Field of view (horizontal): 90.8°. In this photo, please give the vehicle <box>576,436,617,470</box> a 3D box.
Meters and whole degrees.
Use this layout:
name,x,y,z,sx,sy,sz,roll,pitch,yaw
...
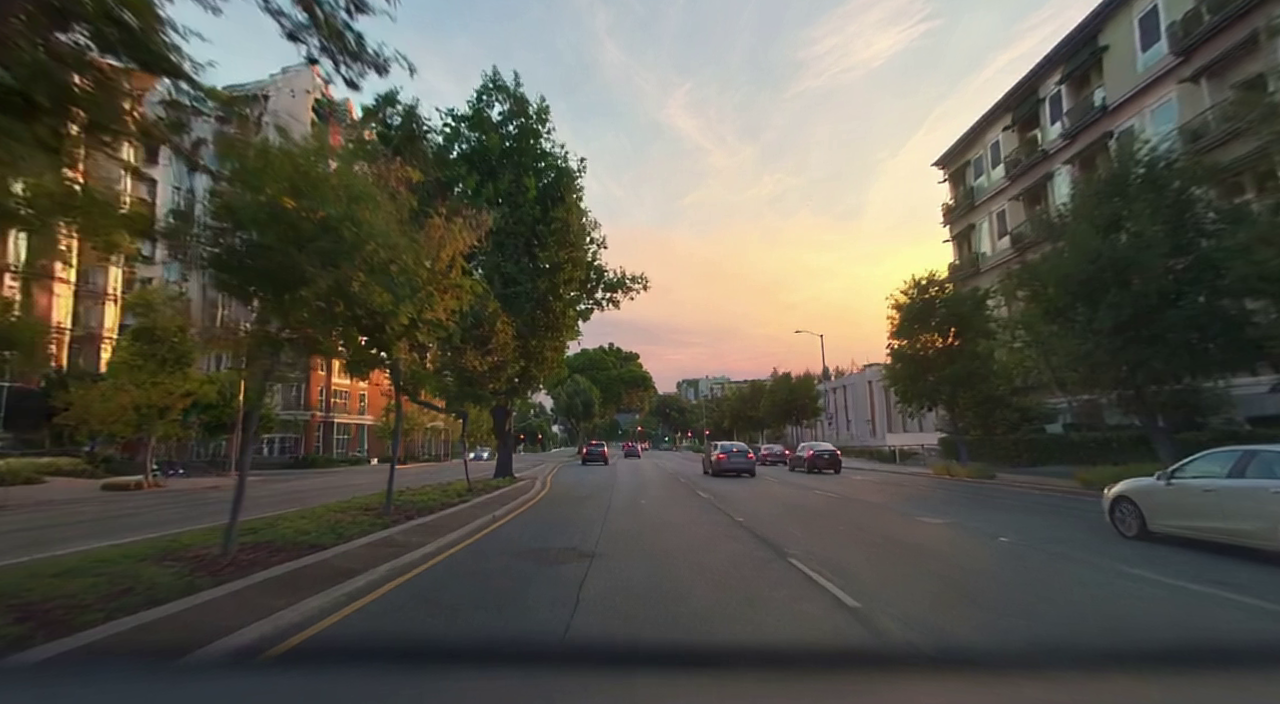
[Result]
name,x,y,z,sx,sy,sz,roll,pitch,yaw
vehicle,-2.426,5.629,35.391,2.155,1.797,3.989,0,-9,-4

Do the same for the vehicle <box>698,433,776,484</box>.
name,x,y,z,sx,sy,sz,roll,pitch,yaw
vehicle,3.632,4.078,24.511,2.152,1.742,4.704,0,-8,-1

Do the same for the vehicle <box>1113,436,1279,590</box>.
name,x,y,z,sx,sy,sz,roll,pitch,yaw
vehicle,6.972,1.494,5.813,1.830,1.443,4.351,0,-8,-1

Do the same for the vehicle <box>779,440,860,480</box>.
name,x,y,z,sx,sy,sz,roll,pitch,yaw
vehicle,7.386,4.461,26.464,1.944,1.503,4.723,0,-8,-1
